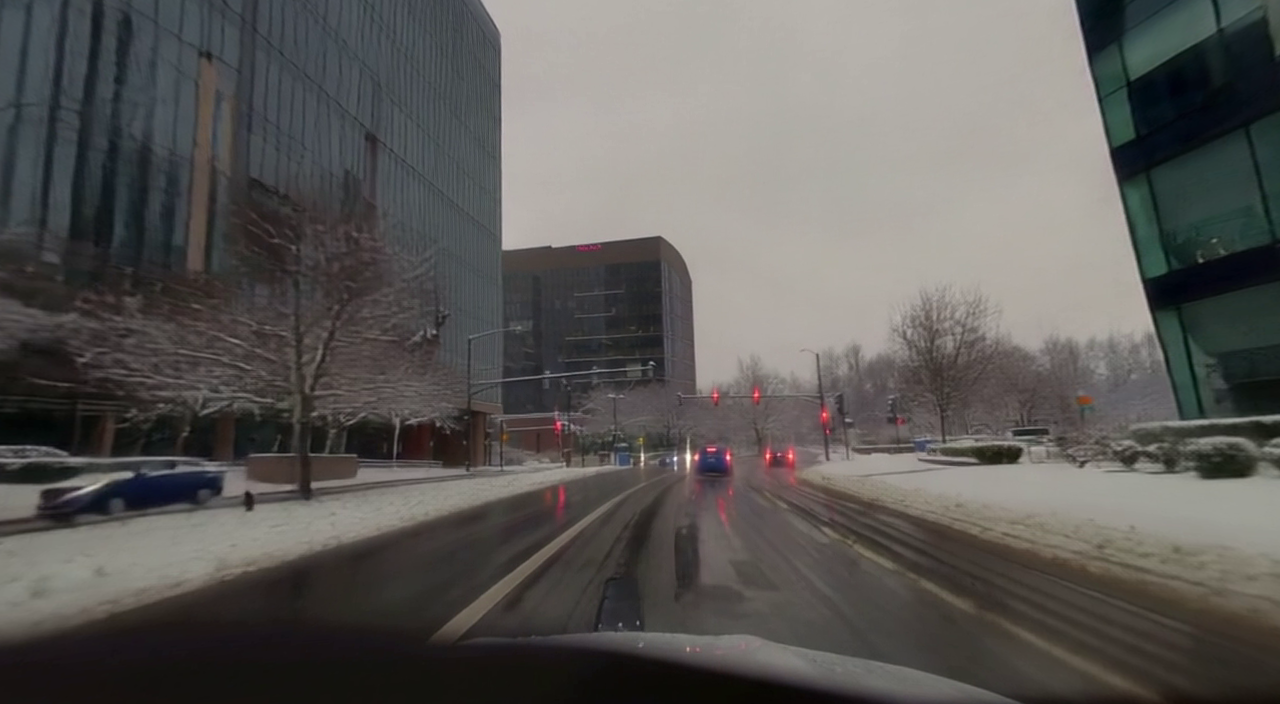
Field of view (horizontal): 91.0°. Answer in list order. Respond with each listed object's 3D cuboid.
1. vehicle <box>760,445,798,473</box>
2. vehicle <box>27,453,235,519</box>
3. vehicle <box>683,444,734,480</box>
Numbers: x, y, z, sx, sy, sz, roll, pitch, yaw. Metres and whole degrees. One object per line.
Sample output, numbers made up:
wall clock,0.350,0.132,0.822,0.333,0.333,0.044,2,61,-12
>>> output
vehicle,8.005,6.166,36.550,1.916,1.492,3.911,-2,-9,9
vehicle,-14.644,3.822,18.572,1.926,1.619,4.649,-1,-9,6
vehicle,3.160,4.975,28.607,2.127,1.497,4.020,-1,-9,8
